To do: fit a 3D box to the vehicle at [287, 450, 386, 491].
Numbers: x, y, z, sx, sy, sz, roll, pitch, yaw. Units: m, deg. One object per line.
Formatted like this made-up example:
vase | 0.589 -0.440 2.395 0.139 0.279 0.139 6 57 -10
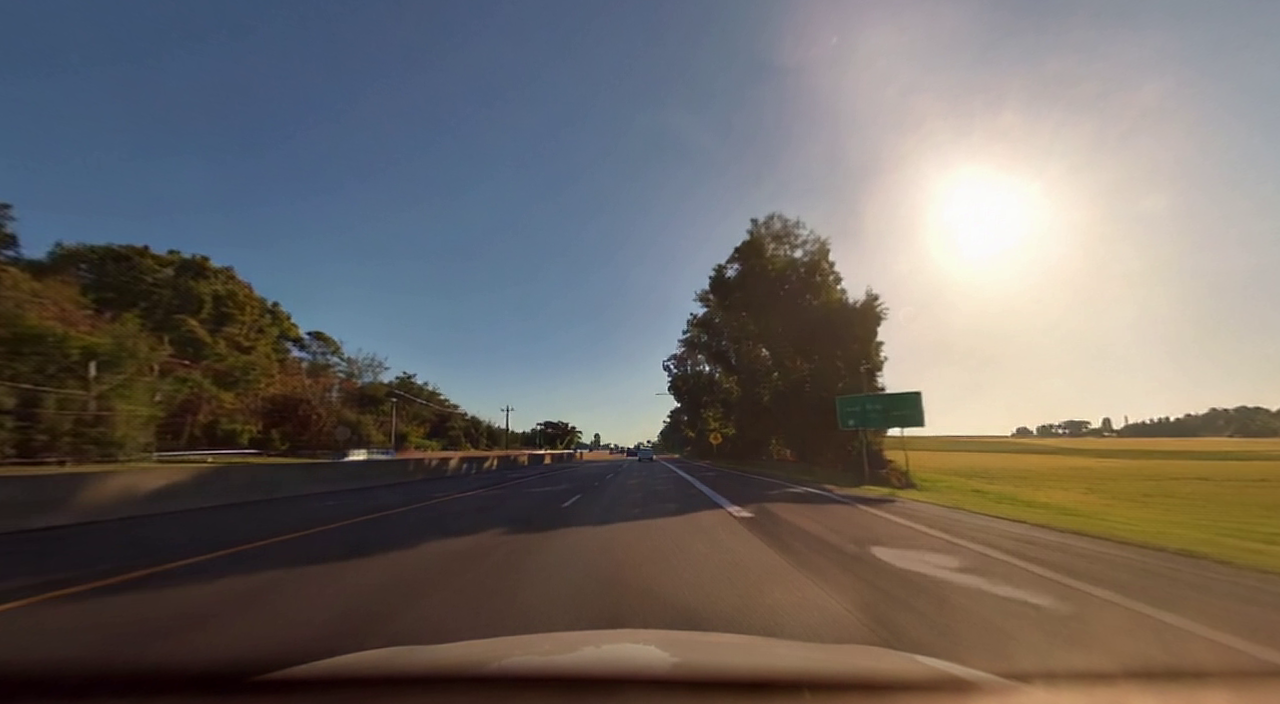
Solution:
vehicle | -12.732 4.985 26.811 1.975 1.543 4.471 0 -9 0
